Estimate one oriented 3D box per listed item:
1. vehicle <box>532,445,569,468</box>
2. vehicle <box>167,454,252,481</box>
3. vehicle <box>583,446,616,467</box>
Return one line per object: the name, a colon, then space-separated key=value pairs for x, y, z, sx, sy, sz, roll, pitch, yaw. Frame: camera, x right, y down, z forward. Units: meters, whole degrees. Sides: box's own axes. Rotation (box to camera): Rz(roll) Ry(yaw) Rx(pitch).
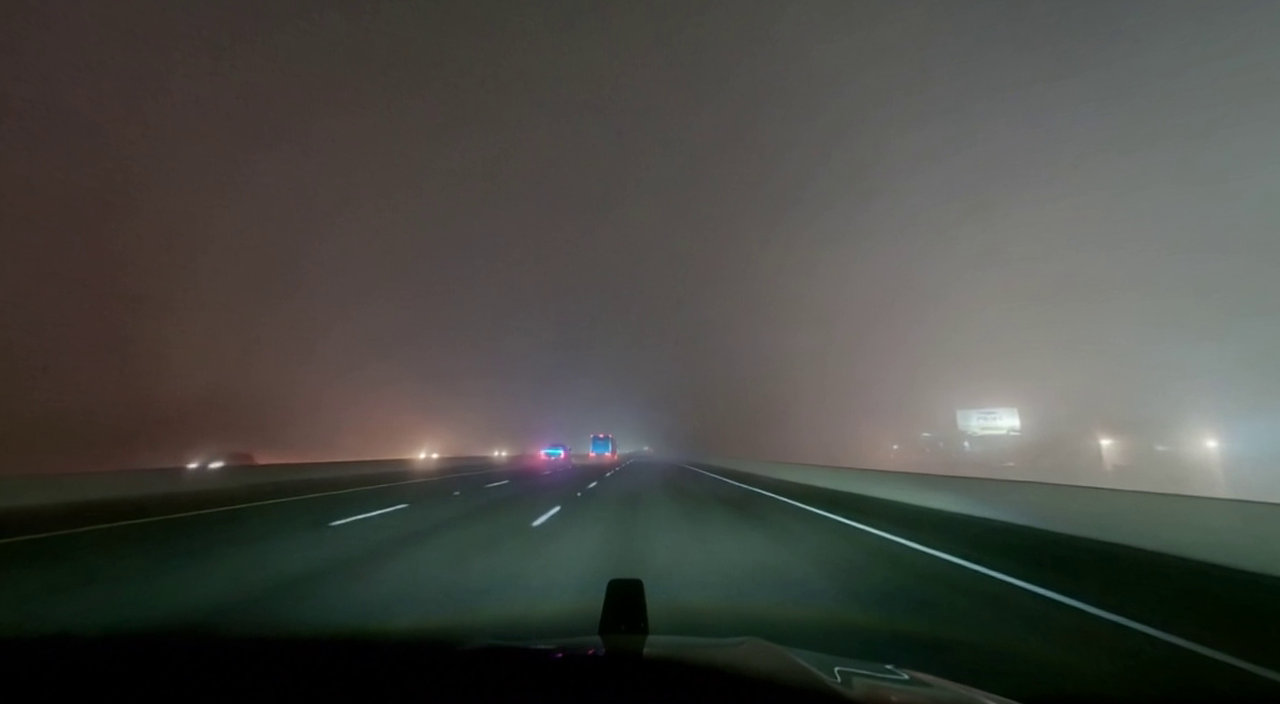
vehicle: x=-6.693 y=7.860 z=47.581 sx=2.075 sy=1.646 sz=4.405 roll=-1 pitch=-8 yaw=2
vehicle: x=-26.530 y=7.096 z=39.085 sx=1.887 sy=1.463 sz=4.733 roll=-1 pitch=-8 yaw=1
vehicle: x=-3.171 y=8.216 z=49.695 sx=2.184 sy=1.554 sz=4.350 roll=-1 pitch=-8 yaw=2
